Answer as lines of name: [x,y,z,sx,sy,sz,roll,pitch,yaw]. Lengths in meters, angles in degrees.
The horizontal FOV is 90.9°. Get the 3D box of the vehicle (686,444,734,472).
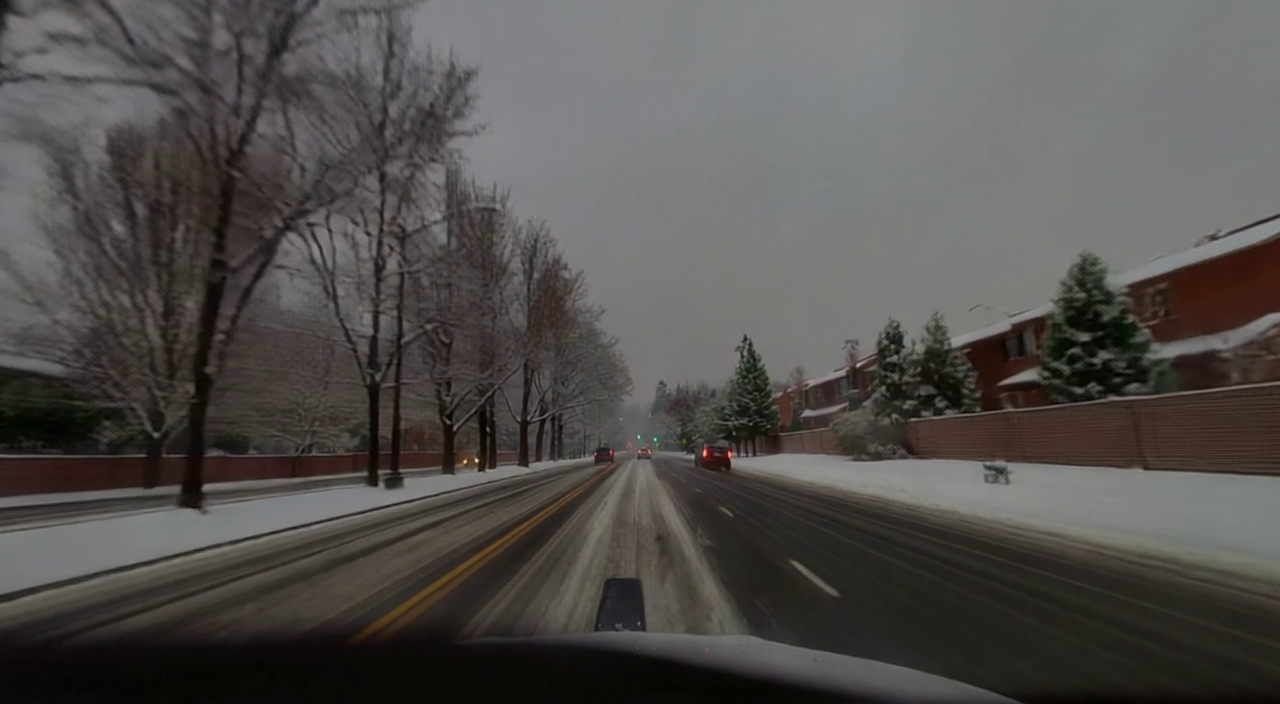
vehicle: [4.122,6.319,37.864,2.237,1.578,4.621,0,-8,-1]
